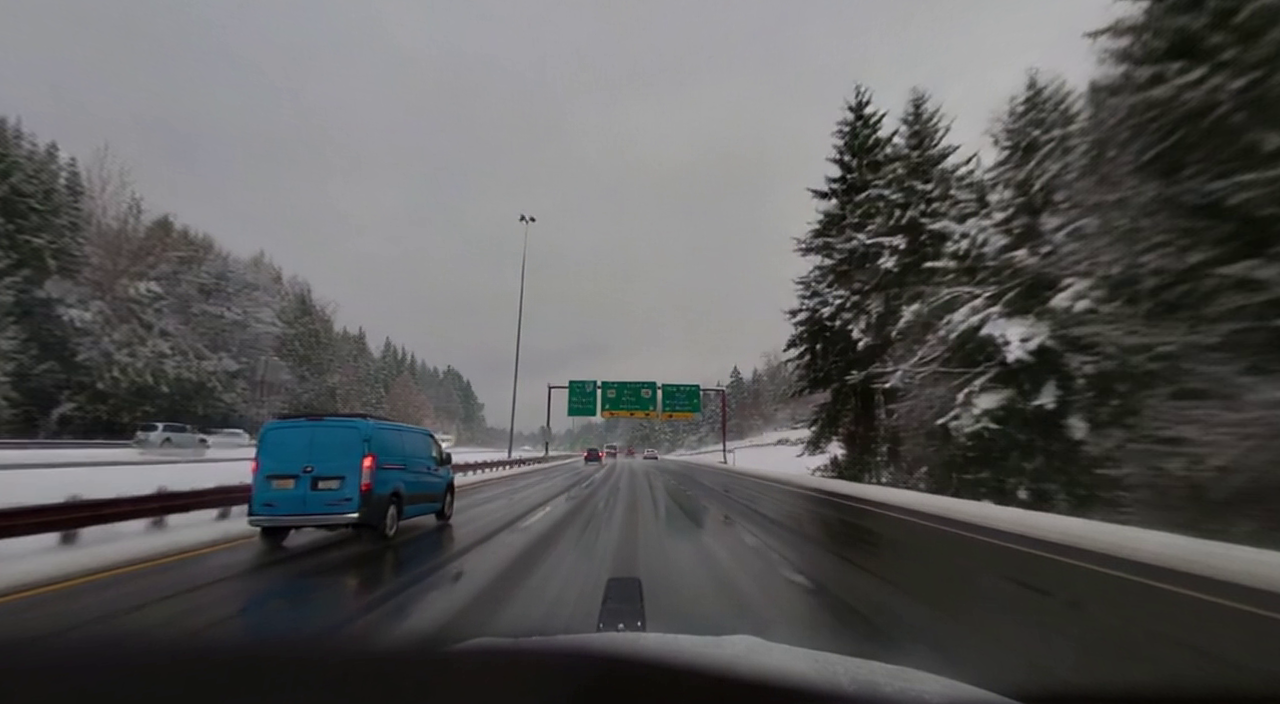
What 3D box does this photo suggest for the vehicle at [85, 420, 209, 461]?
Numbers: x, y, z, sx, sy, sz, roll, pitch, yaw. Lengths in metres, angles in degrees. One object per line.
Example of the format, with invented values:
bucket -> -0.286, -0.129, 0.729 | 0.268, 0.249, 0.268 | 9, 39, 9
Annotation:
vehicle -> -19.235, 3.507, 24.813 | 1.879, 1.492, 3.607 | 0, -9, 0

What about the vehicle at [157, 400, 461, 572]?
vehicle -> -4.126, 1.753, 8.925 | 1.971, 1.795, 4.389 | 0, -9, -2
